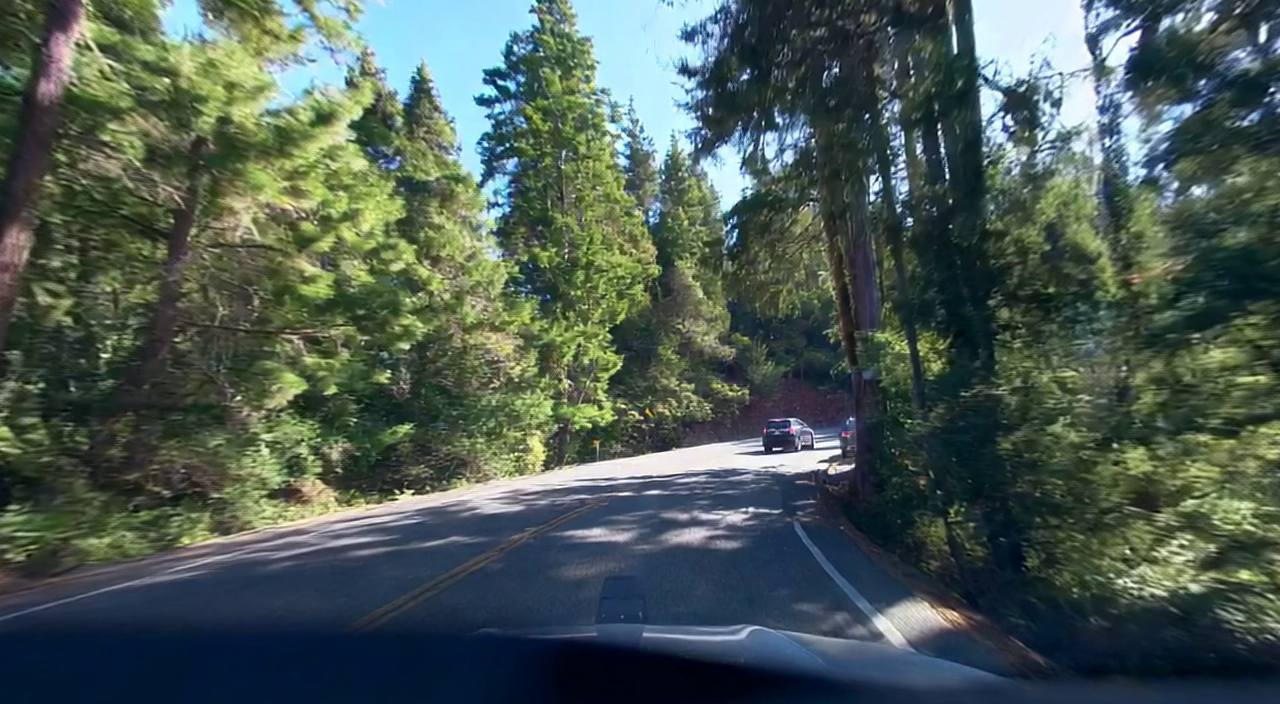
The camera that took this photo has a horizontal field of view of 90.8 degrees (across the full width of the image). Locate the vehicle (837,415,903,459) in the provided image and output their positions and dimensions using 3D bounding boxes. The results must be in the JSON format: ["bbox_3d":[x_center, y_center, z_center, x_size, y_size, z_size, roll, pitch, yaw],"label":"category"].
[{"bbox_3d":[10.314,3.805,28.131,2.172,1.773,4.601,-5,-9,26],"label":"vehicle"}]

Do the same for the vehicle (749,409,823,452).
[{"bbox_3d":[7.569,3.976,32.223,2.469,1.953,5.605,-4,-7,25],"label":"vehicle"}]
